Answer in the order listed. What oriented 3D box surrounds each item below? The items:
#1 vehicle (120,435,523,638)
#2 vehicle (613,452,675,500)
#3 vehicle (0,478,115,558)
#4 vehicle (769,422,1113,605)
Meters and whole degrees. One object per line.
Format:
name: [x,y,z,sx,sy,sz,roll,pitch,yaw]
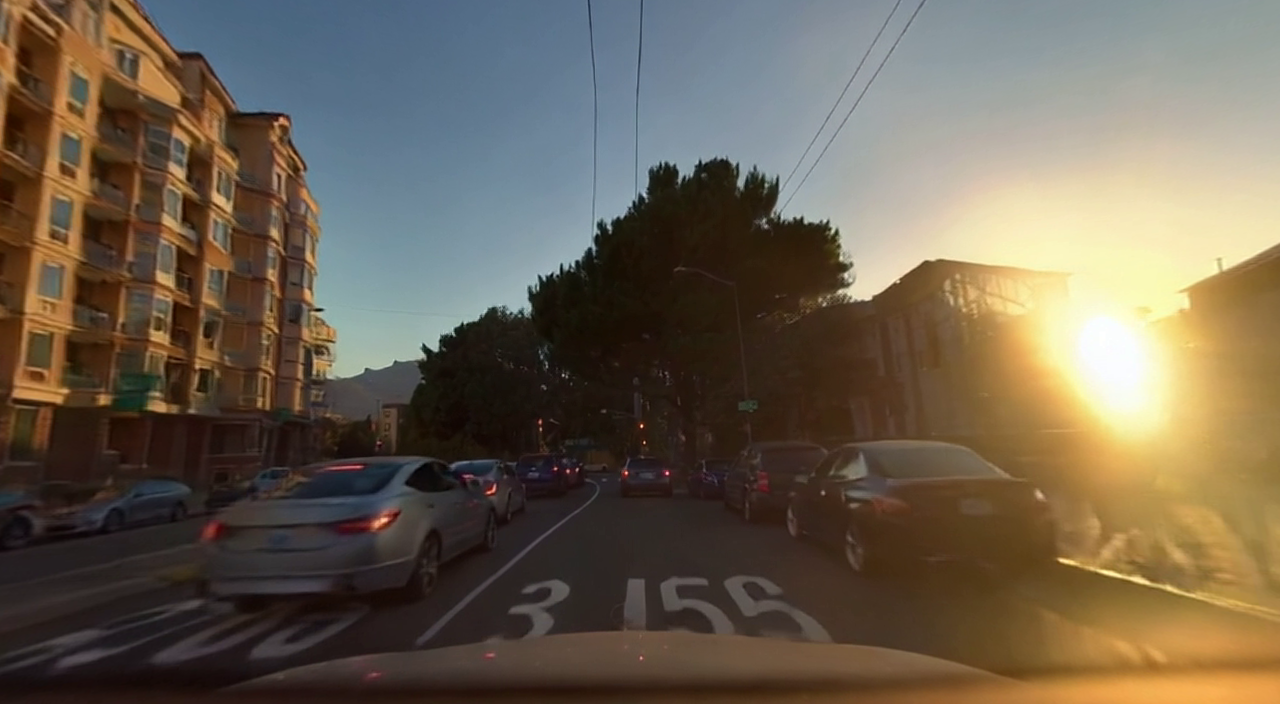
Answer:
vehicle: [-2.778,1.703,6.985,2.109,1.477,4.509,0,-8,0]
vehicle: [0.089,4.370,22.597,2.026,1.496,3.701,0,-8,-2]
vehicle: [-13.880,3.514,13.283,1.752,1.479,4.575,0,-8,0]
vehicle: [2.946,1.670,7.481,1.933,1.501,4.349,0,-8,0]
